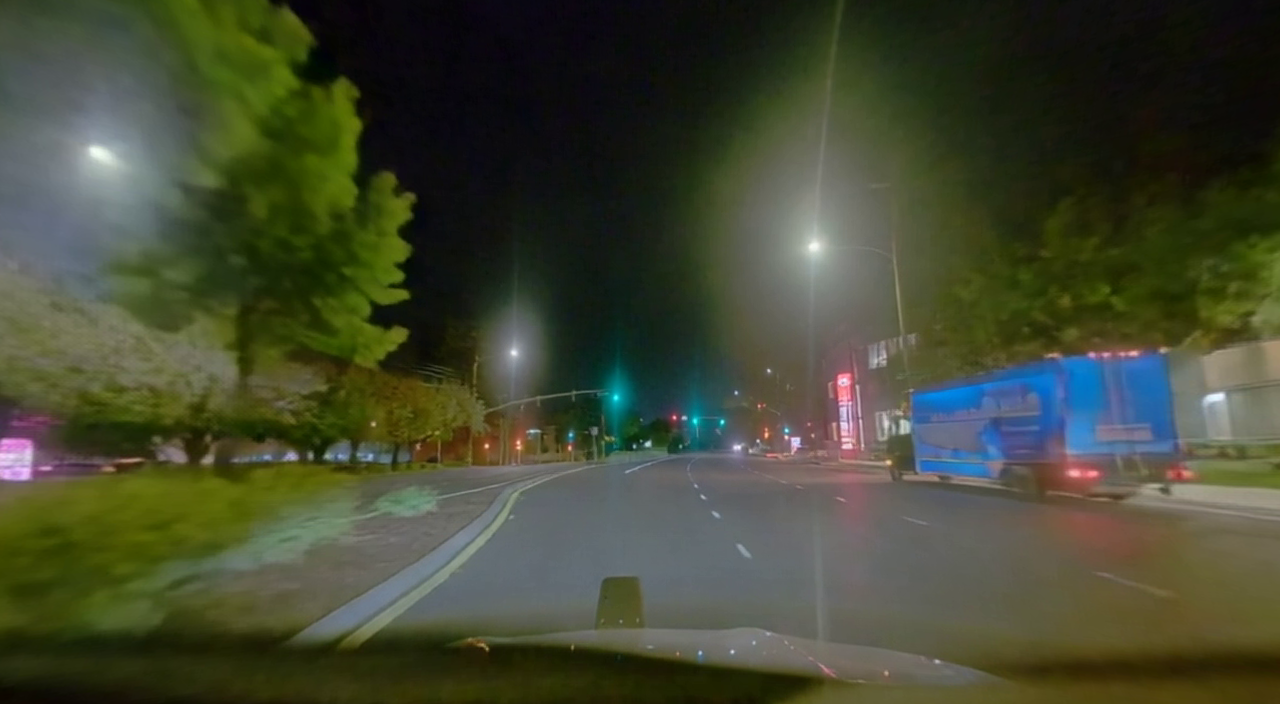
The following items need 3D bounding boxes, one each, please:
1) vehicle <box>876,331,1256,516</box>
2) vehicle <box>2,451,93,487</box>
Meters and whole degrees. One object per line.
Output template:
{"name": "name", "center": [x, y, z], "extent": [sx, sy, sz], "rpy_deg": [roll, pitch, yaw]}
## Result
{"name": "vehicle", "center": [10.010, 2.129, 17.322], "extent": [2.946, 3.506, 10.682], "rpy_deg": [0, -9, 0]}
{"name": "vehicle", "center": [-45.212, 8.879, 48.423], "extent": [2.318, 2.515, 5.911], "rpy_deg": [2, -9, -14]}
